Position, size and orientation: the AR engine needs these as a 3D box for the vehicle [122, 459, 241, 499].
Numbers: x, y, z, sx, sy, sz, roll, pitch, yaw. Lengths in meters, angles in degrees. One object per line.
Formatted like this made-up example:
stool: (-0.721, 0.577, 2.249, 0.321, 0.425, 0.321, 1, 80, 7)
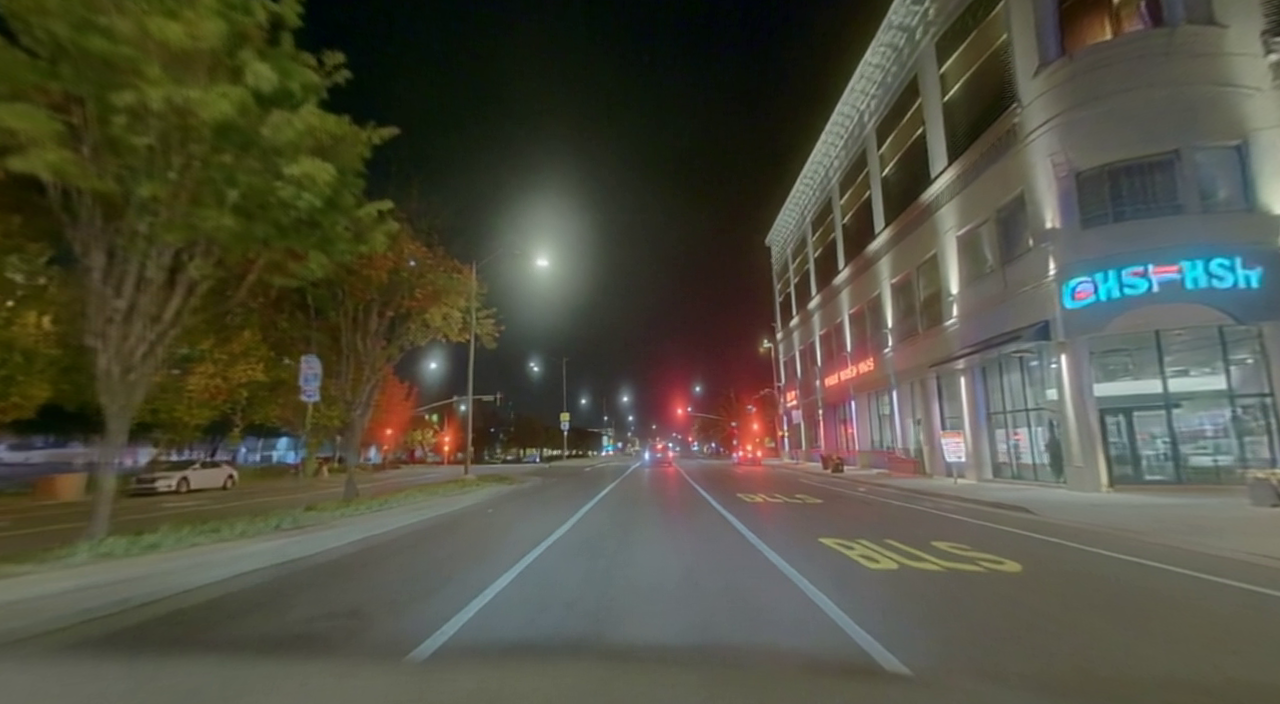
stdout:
vehicle: (-20.029, 5.548, 27.875, 1.840, 1.440, 4.442, -3, -9, 2)
